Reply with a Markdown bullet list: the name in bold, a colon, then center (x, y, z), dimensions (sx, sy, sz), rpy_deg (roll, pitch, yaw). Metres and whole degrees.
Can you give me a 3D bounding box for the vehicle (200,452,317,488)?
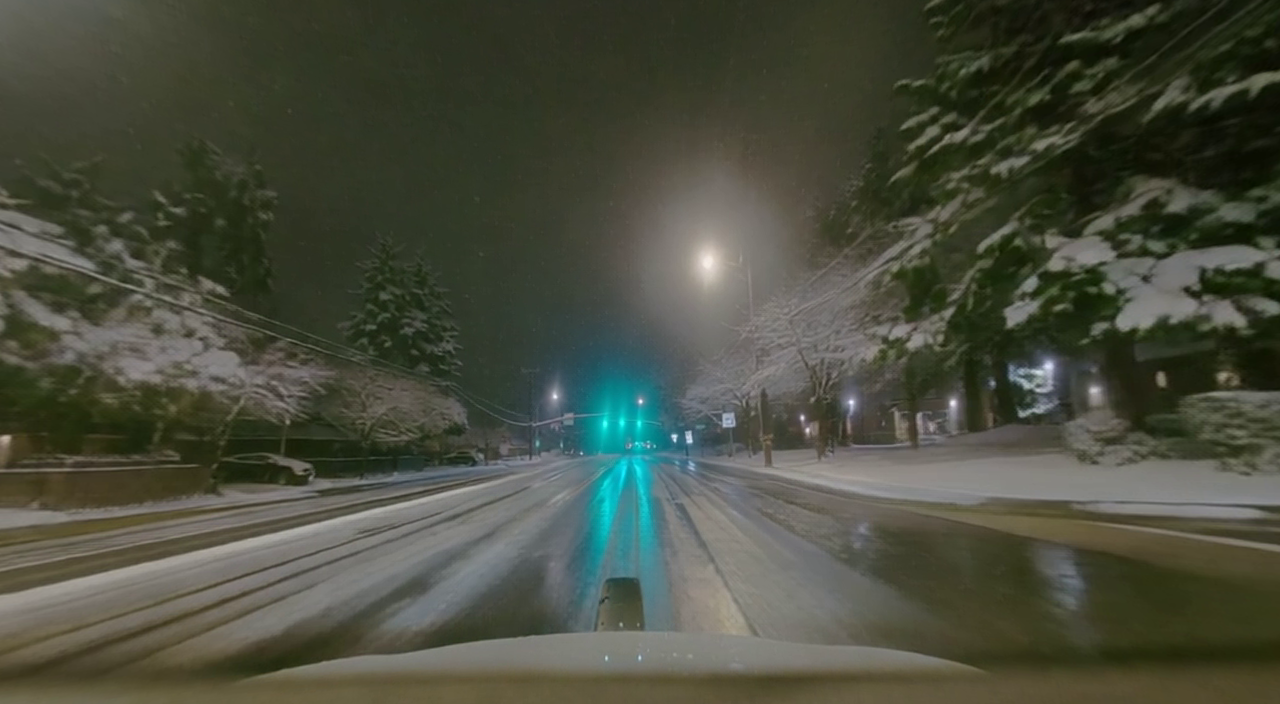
- **vehicle**: center (-20.307, 6.259, 33.803), dimensions (4.761, 1.812, 2.206), rpy_deg (0, -9, -1)
